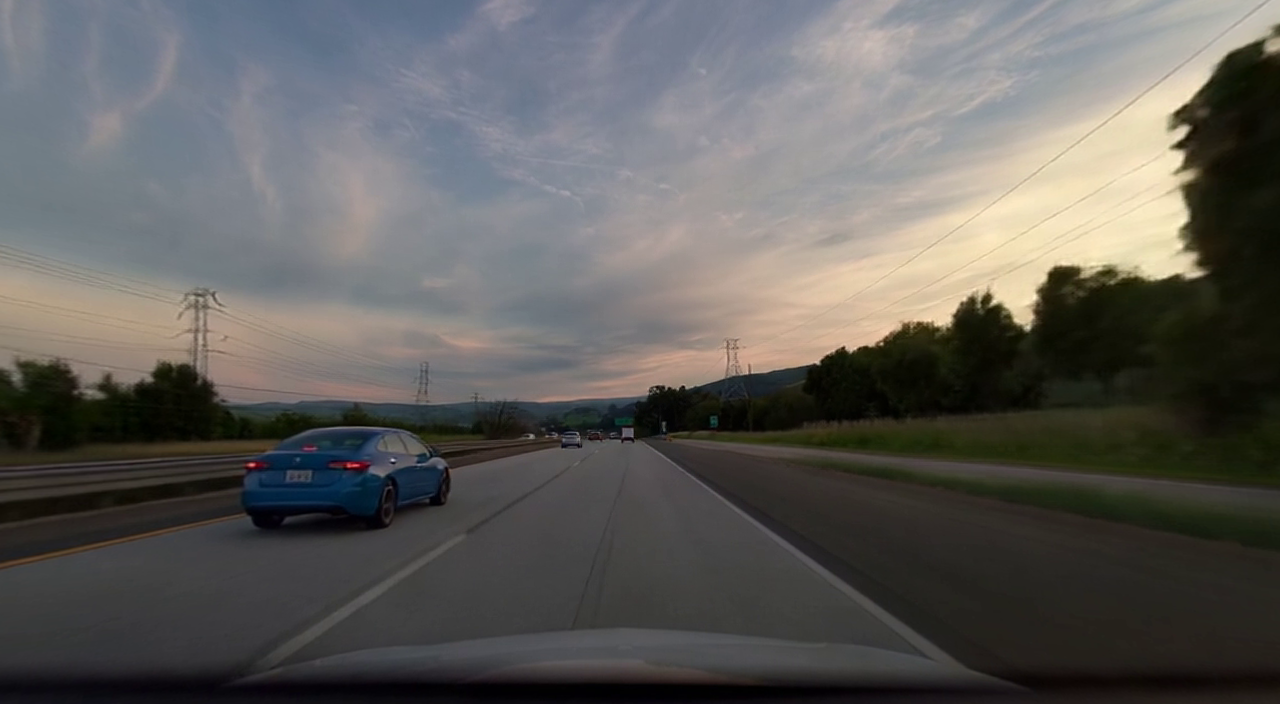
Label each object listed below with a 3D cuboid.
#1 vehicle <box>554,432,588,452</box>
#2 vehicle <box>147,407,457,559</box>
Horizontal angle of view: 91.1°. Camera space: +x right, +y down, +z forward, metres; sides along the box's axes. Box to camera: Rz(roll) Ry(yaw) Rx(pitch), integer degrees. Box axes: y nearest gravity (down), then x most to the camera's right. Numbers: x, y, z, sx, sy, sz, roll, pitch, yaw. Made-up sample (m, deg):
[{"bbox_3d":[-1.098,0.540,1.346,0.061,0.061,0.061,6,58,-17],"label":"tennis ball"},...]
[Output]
[{"bbox_3d":[-5.210,6.870,48.071,2.080,1.478,4.347,0,-8,0],"label":"vehicle"},{"bbox_3d":[-4.182,1.661,8.798,2.023,1.580,4.259,0,-8,-1],"label":"vehicle"}]
